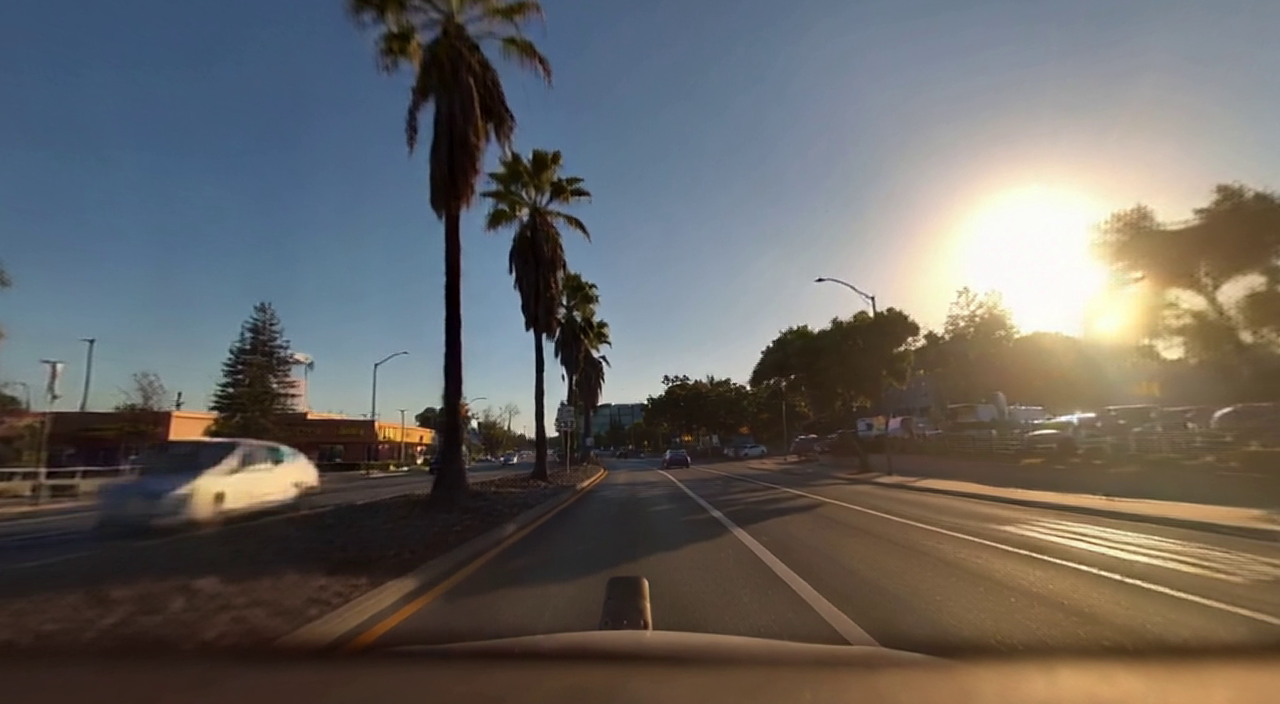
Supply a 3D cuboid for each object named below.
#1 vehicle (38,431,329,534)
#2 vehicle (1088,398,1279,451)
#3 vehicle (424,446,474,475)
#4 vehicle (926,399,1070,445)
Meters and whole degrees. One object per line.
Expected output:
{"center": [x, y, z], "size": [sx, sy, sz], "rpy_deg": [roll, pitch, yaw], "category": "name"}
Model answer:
{"center": [-9.128, 2.626, 13.453], "size": [2.361, 1.733, 5.099], "rpy_deg": [0, -8, 0], "category": "vehicle"}
{"center": [18.094, 2.437, 20.893], "size": [4.649, 1.662, 2.349], "rpy_deg": [0, -8, 0], "category": "vehicle"}
{"center": [-13.532, 7.697, 44.998], "size": [2.210, 1.889, 4.934], "rpy_deg": [0, -8, -2], "category": "vehicle"}
{"center": [17.995, 3.567, 31.939], "size": [5.817, 1.906, 2.230], "rpy_deg": [-1, -12, -1], "category": "vehicle"}
